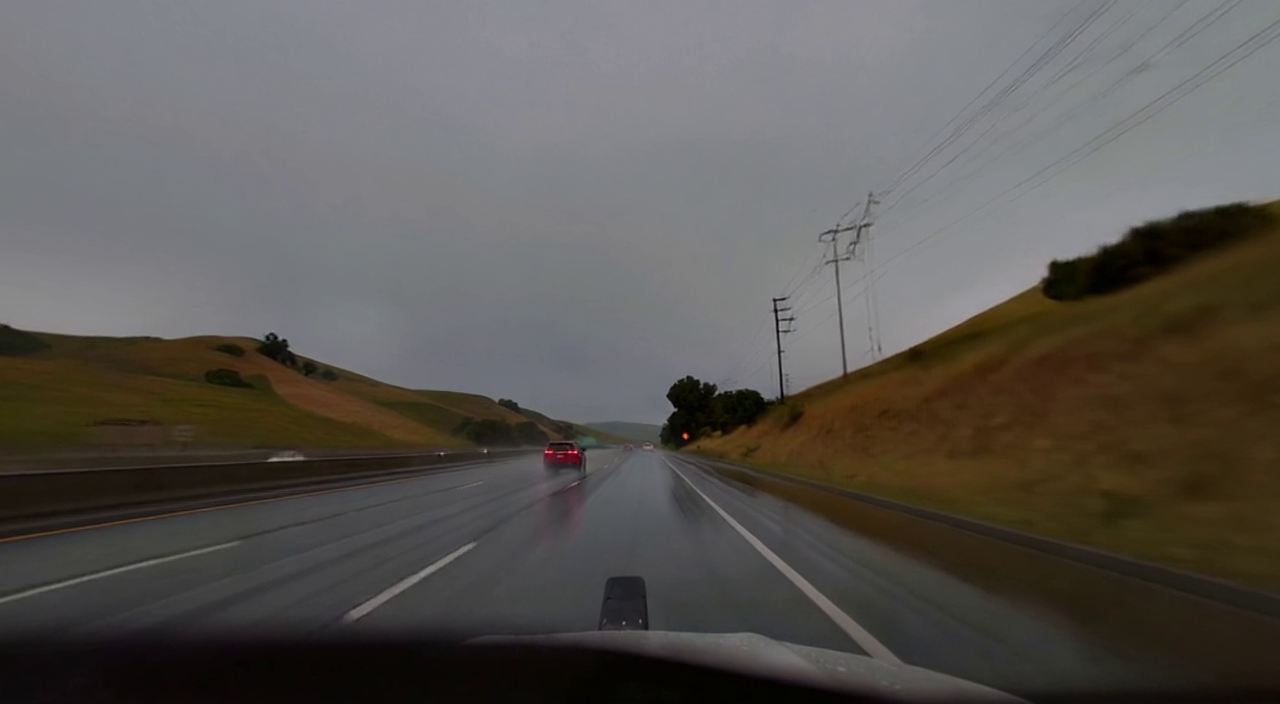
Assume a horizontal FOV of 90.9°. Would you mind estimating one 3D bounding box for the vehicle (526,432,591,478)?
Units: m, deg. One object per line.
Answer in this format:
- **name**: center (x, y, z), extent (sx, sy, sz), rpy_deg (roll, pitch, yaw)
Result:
- **vehicle**: center (-3.484, 4.483, 27.768), extent (2.136, 1.845, 4.515), rpy_deg (0, -8, 2)
